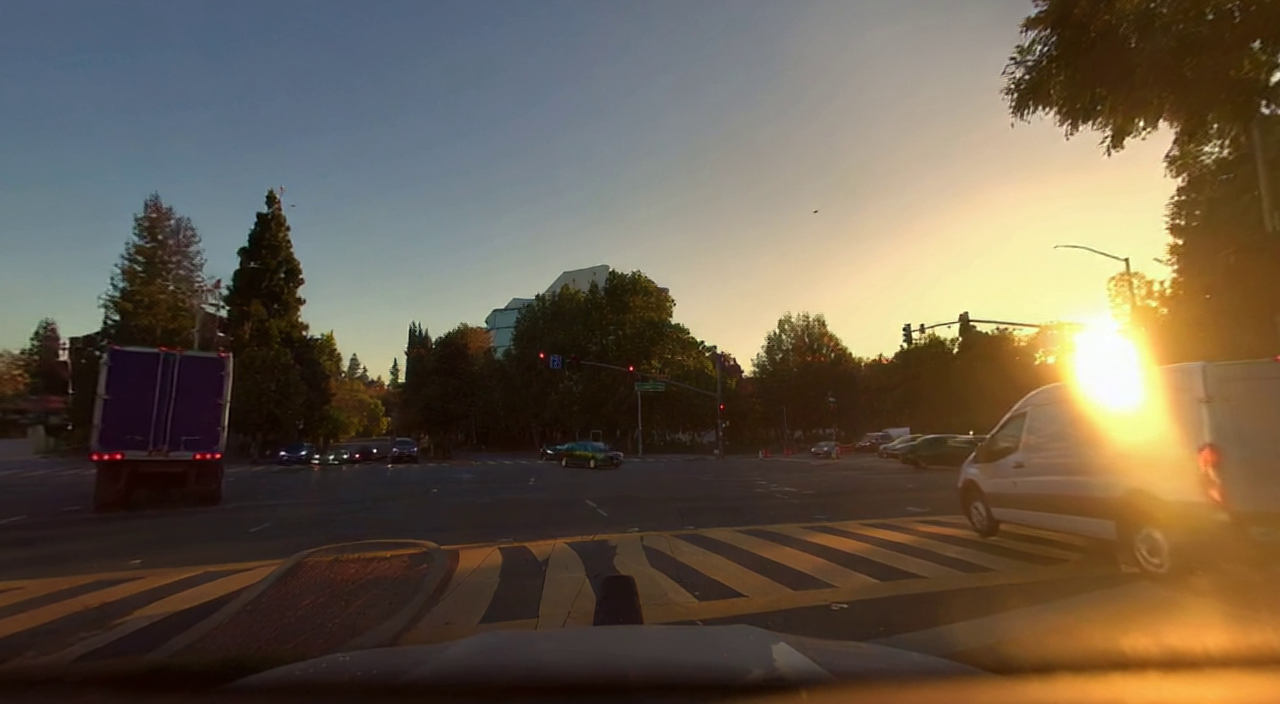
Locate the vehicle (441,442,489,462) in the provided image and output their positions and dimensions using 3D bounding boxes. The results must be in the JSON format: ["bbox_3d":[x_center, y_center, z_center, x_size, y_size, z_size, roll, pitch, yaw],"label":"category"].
[{"bbox_3d":[-13.183,7.593,47.853,1.845,1.426,4.289,-1,-9,8],"label":"vehicle"}]

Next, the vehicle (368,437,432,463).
[{"bbox_3d":[-17.380,7.148,45.996,2.189,1.753,4.785,-1,-9,8],"label":"vehicle"}]

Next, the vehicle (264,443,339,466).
[{"bbox_3d":[-21.829,6.641,40.992,1.859,1.415,4.591,-1,-9,8],"label":"vehicle"}]

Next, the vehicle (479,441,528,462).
[{"bbox_3d":[-10.145,7.466,47.388,2.097,1.484,4.596,-1,-9,7],"label":"vehicle"}]

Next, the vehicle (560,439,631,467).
[{"bbox_3d":[-2.709,5.974,37.485,2.086,1.487,4.846,5,-10,-32],"label":"vehicle"}]

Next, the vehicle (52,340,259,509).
[{"bbox_3d":[-11.674,1.908,15.821,3.112,3.230,6.726,6,-10,-33],"label":"vehicle"}]

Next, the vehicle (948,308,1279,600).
[{"bbox_3d":[6.546,1.250,8.072,2.332,2.511,5.326,0,-9,-2],"label":"vehicle"}]

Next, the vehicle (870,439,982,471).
[{"bbox_3d":[13.671,4.928,30.345,4.487,1.415,1.911,1,-9,-7],"label":"vehicle"}]
